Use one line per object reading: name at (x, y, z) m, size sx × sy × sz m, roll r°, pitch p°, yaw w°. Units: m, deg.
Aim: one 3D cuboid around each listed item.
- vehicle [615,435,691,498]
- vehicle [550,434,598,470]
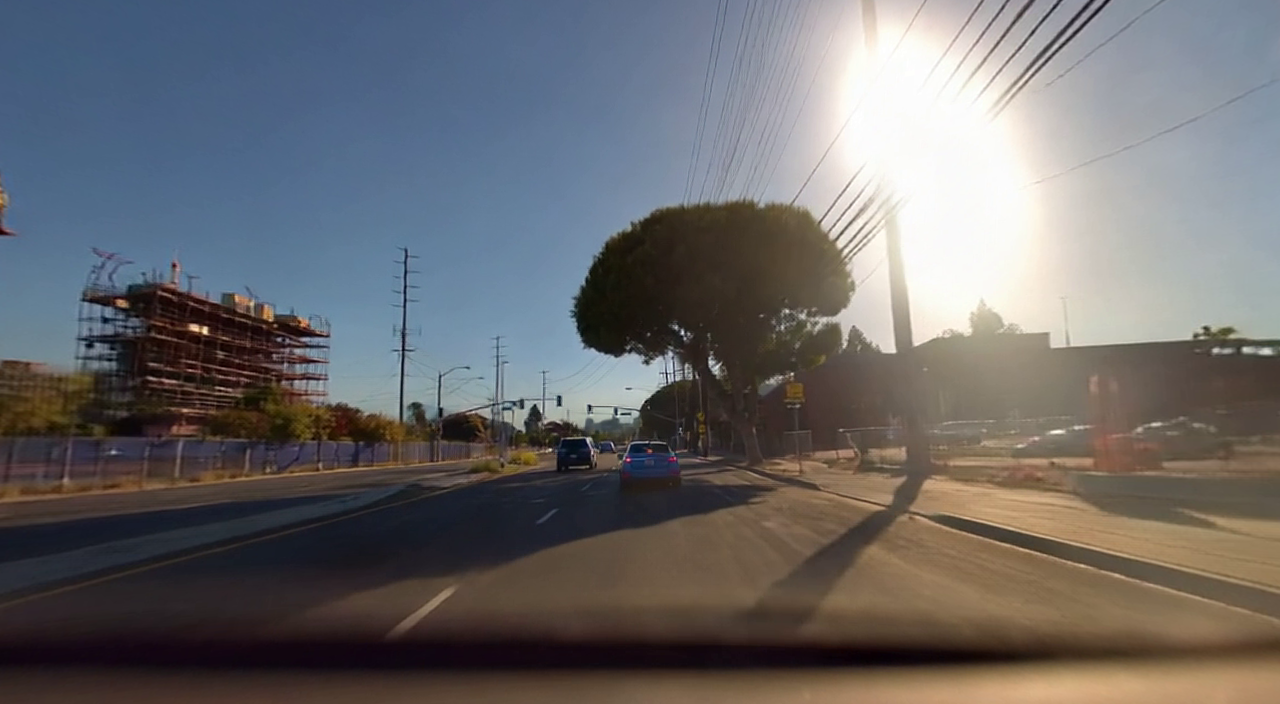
vehicle at (0.340, 3.430, 19.164) m, size 2.059 × 1.691 × 3.980 m, roll 0°, pitch -8°, yaw 0°
vehicle at (-3.519, 5.439, 34.410) m, size 2.078 × 1.804 × 4.387 m, roll 0°, pitch -8°, yaw 1°
